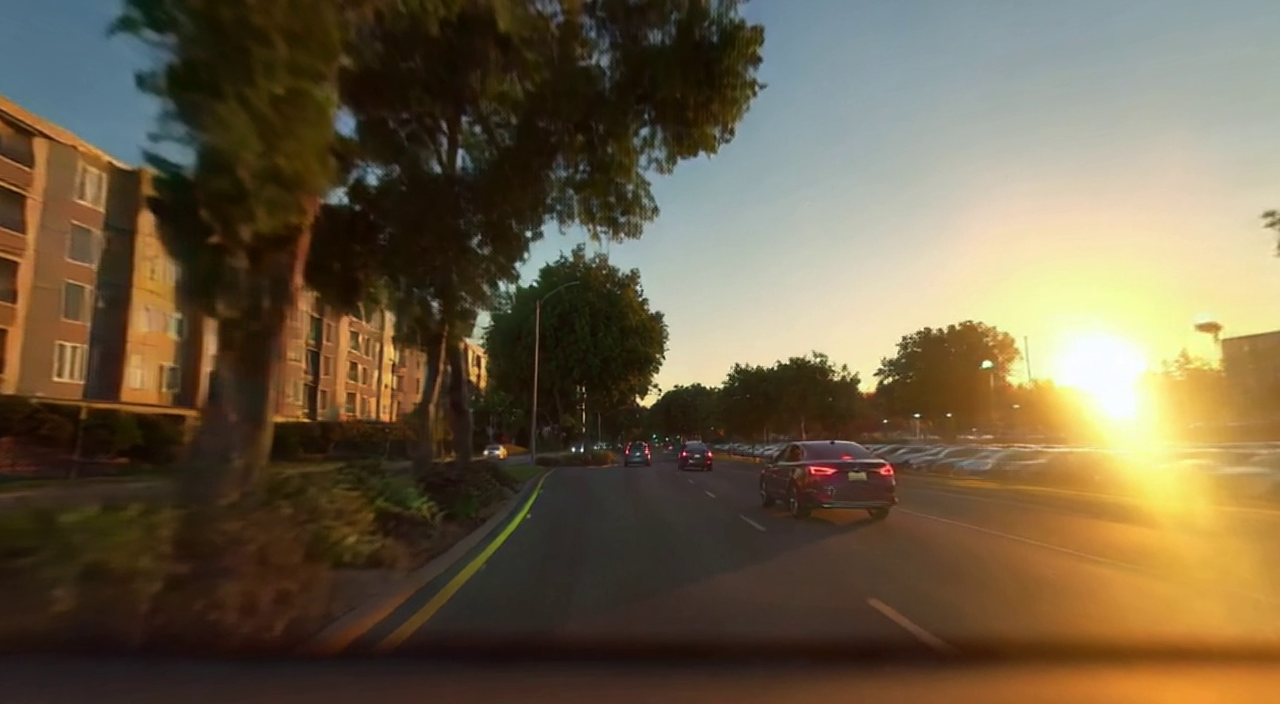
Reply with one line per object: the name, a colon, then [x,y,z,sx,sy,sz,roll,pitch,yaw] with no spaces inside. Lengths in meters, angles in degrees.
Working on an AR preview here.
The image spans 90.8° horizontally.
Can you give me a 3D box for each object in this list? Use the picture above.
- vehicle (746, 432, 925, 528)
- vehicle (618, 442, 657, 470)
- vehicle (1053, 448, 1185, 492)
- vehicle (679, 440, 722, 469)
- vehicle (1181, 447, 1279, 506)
vehicle: [3.511,2.391,12.436,1.953,1.514,4.672,0,-8,-1]
vehicle: [-0.173,5.778,35.406,2.095,1.456,3.873,0,-8,-1]
vehicle: [17.582,4.277,23.215,4.044,1.487,1.977,3,-9,-22]
vehicle: [3.563,6.083,37.804,2.041,1.611,4.426,0,-8,-1]
vehicle: [17.773,3.466,18.000,4.230,1.474,1.991,4,-10,-27]
